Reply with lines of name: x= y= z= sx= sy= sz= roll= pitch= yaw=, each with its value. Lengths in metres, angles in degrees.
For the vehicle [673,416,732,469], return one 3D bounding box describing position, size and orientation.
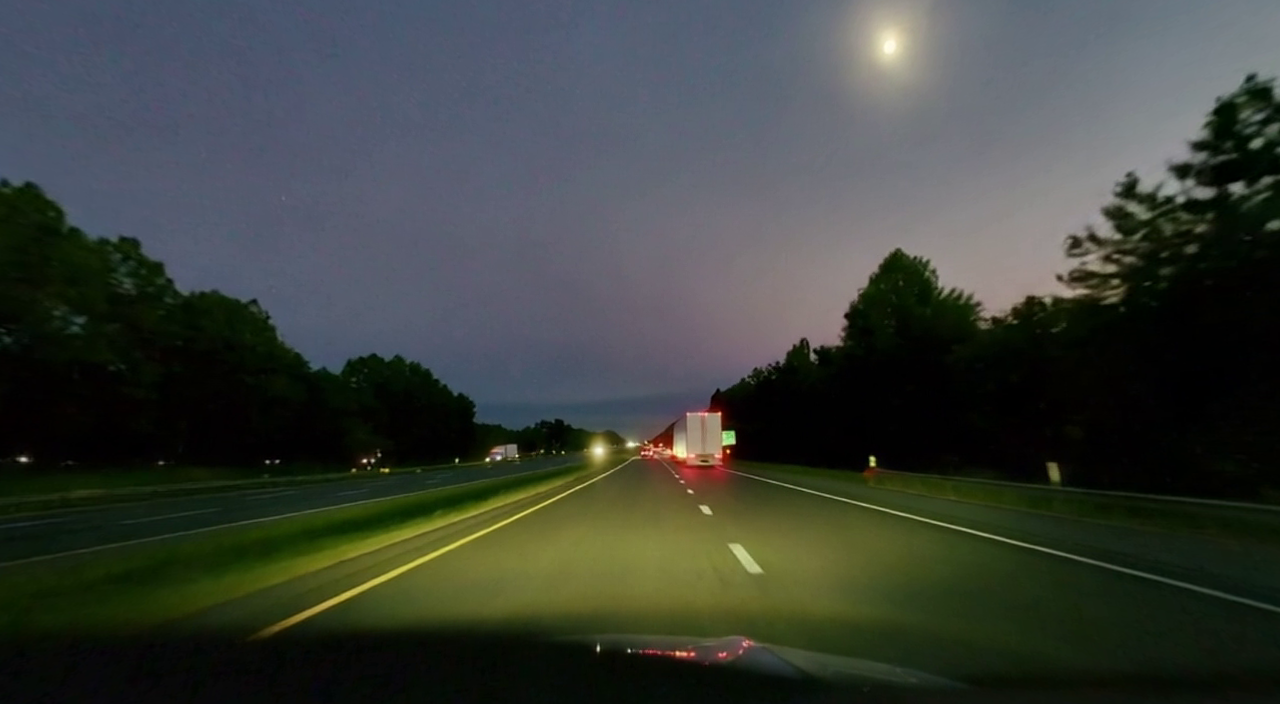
vehicle: x=4.344 y=6.678 z=46.089 sx=2.983 sy=3.414 sz=10.378 roll=0 pitch=-9 yaw=-1
